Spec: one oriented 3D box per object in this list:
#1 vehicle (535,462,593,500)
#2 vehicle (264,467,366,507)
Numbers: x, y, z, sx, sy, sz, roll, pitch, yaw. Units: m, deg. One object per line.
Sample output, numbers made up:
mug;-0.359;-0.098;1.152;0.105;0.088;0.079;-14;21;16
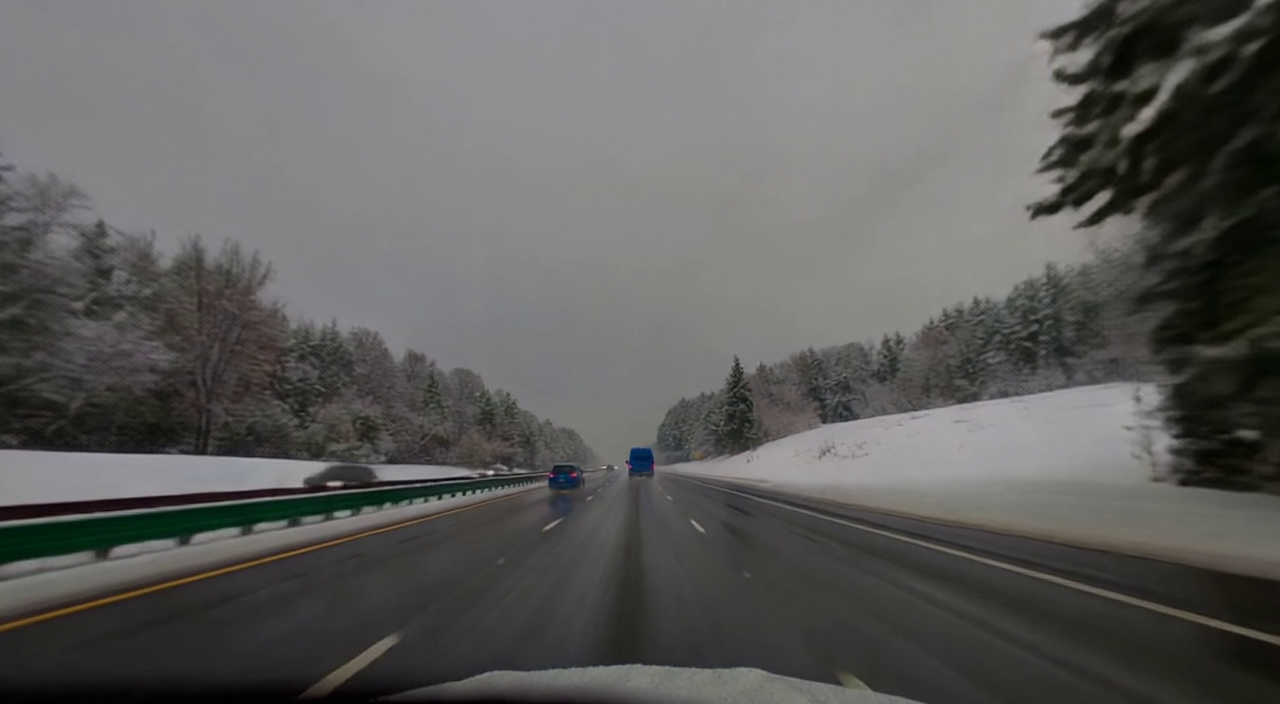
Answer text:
vehicle;-3.281;5.694;27.918;2.038;1.490;4.391;1;-11;0
vehicle;-12.278;5.107;24.102;1.782;1.376;3.933;1;-11;-1
